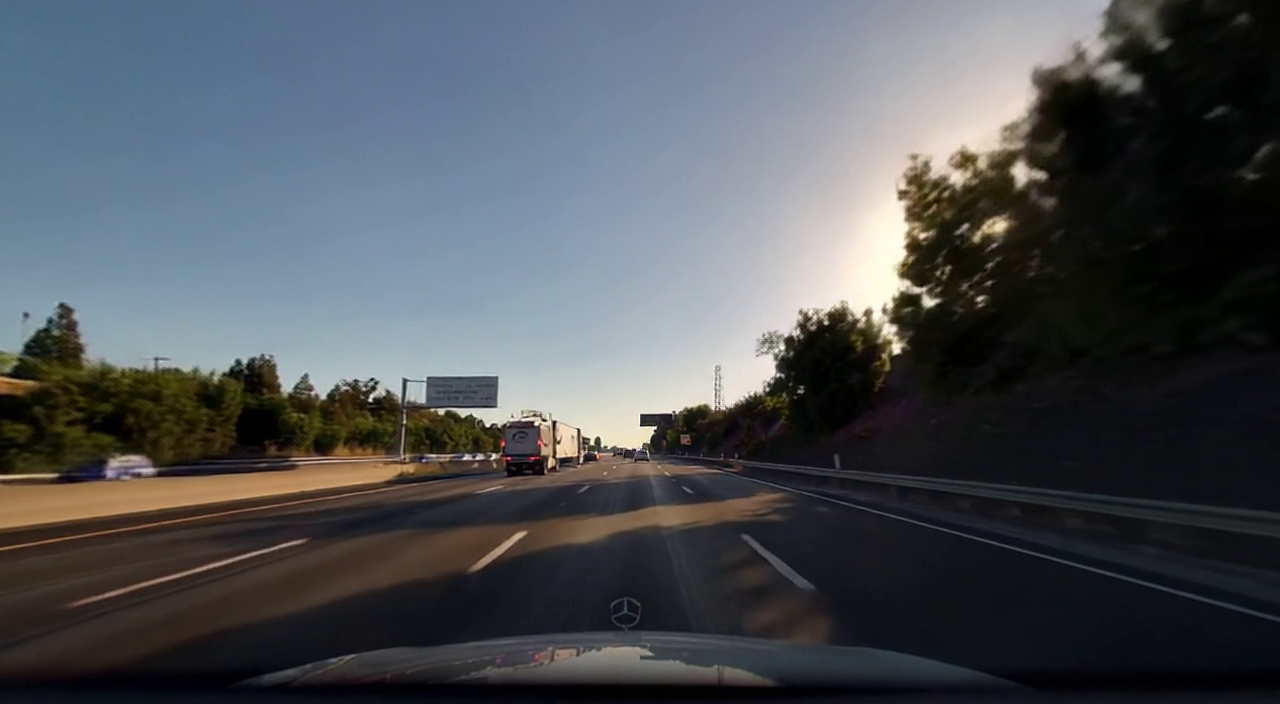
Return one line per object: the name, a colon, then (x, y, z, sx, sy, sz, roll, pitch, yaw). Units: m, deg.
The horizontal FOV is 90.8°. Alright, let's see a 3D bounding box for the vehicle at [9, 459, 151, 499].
vehicle: (-22.894, 5.171, 26.066, 1.789, 1.452, 4.408, 0, -9, 0)
